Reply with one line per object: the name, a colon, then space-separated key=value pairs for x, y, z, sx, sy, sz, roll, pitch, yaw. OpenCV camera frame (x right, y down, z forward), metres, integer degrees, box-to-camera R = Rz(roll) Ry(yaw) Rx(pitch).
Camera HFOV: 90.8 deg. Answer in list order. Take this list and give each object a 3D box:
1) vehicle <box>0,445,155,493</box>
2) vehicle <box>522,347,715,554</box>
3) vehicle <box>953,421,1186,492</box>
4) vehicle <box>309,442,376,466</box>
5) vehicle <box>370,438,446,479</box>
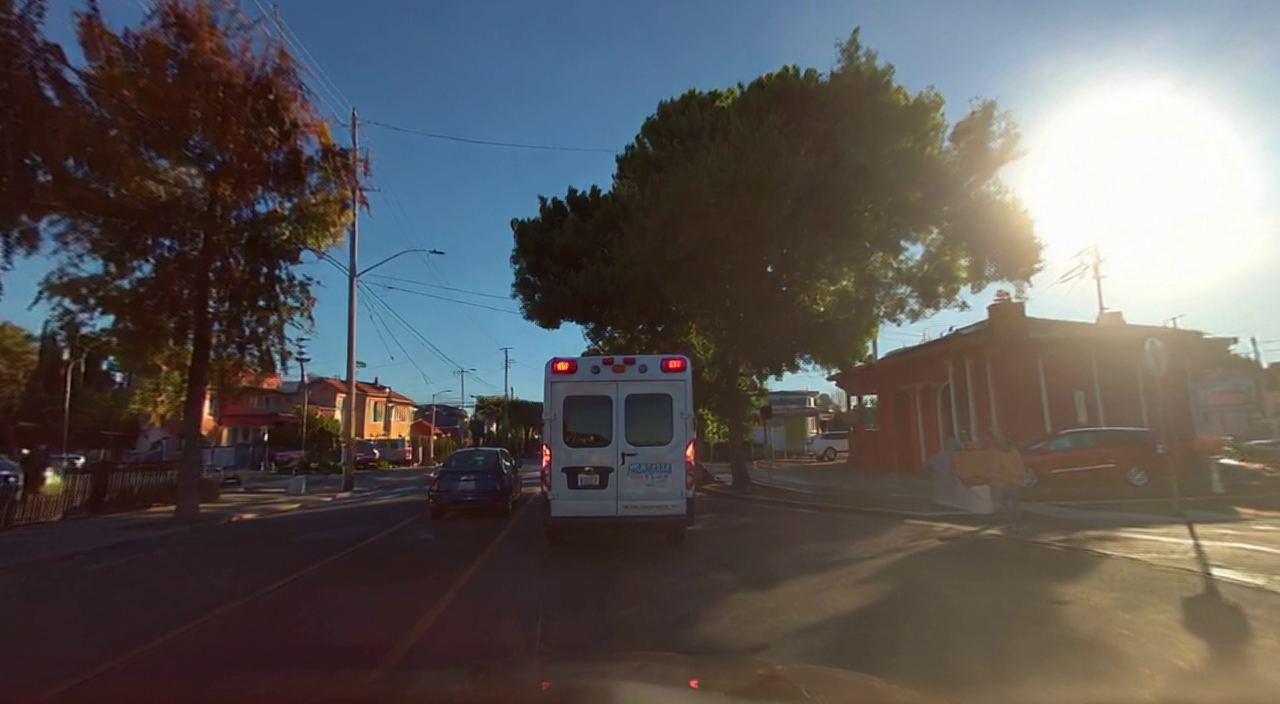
vehicle: x=-19.131 y=3.846 z=20.934 sx=4.412 sy=1.468 sz=1.914 roll=0 pitch=-8 yaw=-3
vehicle: x=-0.276 y=1.642 z=10.917 sx=2.444 sy=2.640 sz=5.482 roll=0 pitch=-8 yaw=0
vehicle: x=12.835 y=3.170 z=19.341 sx=5.270 sy=1.966 sz=2.329 roll=-2 pitch=-8 yaw=10
vehicle: x=-23.194 y=7.912 z=49.298 sx=4.616 sy=1.738 sz=1.974 roll=4 pitch=-9 yaw=-26
vehicle: x=-11.367 y=5.132 z=30.776 sx=2.290 sy=1.776 sz=4.947 roll=5 pitch=-10 yaw=-33
